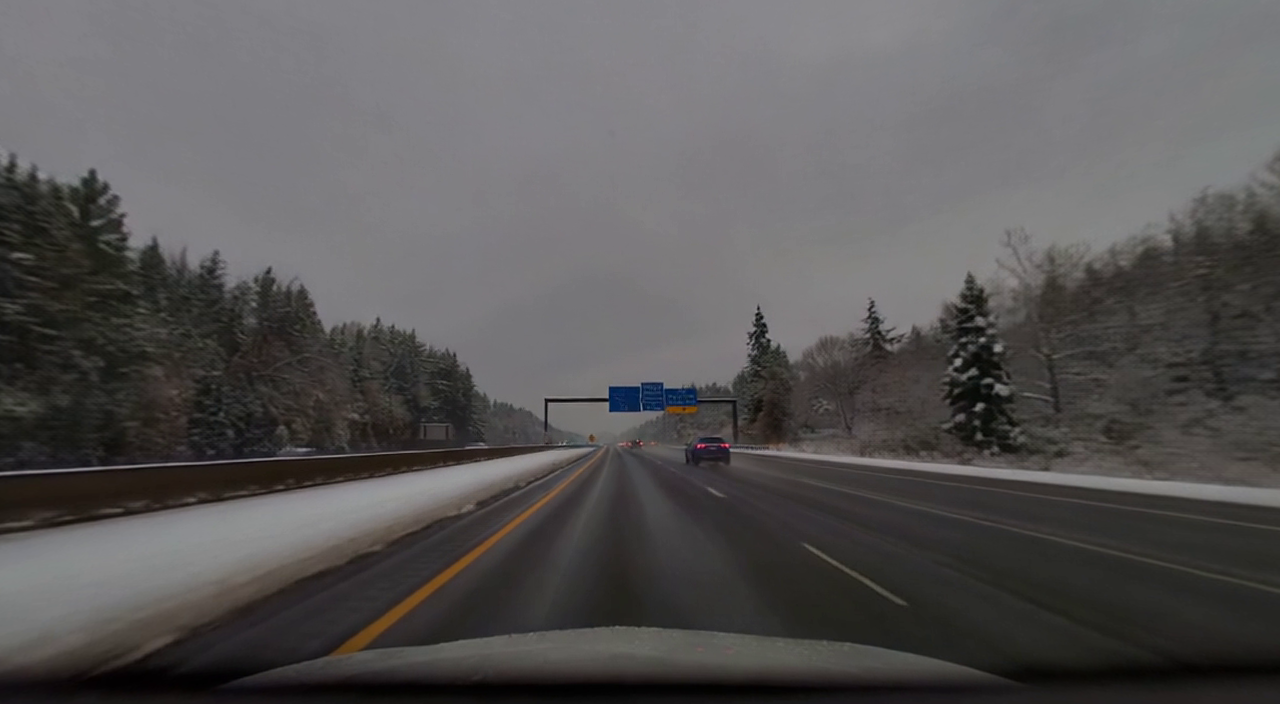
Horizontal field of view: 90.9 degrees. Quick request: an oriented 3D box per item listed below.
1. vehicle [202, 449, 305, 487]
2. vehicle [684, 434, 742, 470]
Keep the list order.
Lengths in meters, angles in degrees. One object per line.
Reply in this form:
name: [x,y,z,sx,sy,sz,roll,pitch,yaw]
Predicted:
vehicle: [-16.744,5.009,27.589,1.812,1.450,4.373,0,-8,-1]
vehicle: [3.247,4.564,28.992,1.958,1.526,4.227,0,-8,-3]
